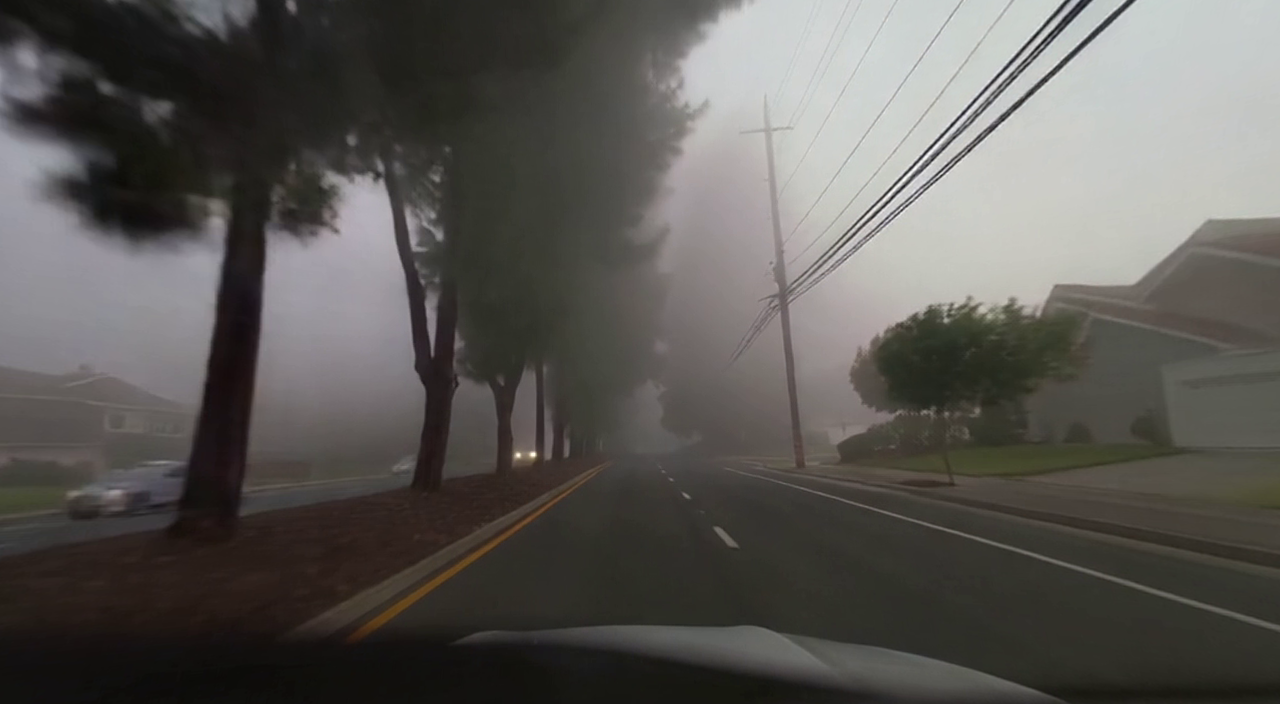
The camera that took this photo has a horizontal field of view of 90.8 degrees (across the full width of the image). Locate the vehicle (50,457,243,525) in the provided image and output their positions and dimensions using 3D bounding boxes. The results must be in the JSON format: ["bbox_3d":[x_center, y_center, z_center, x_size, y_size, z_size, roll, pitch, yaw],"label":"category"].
[{"bbox_3d":[-13.341,3.740,17.513,1.897,1.451,4.298,-3,-8,0],"label":"vehicle"}]
